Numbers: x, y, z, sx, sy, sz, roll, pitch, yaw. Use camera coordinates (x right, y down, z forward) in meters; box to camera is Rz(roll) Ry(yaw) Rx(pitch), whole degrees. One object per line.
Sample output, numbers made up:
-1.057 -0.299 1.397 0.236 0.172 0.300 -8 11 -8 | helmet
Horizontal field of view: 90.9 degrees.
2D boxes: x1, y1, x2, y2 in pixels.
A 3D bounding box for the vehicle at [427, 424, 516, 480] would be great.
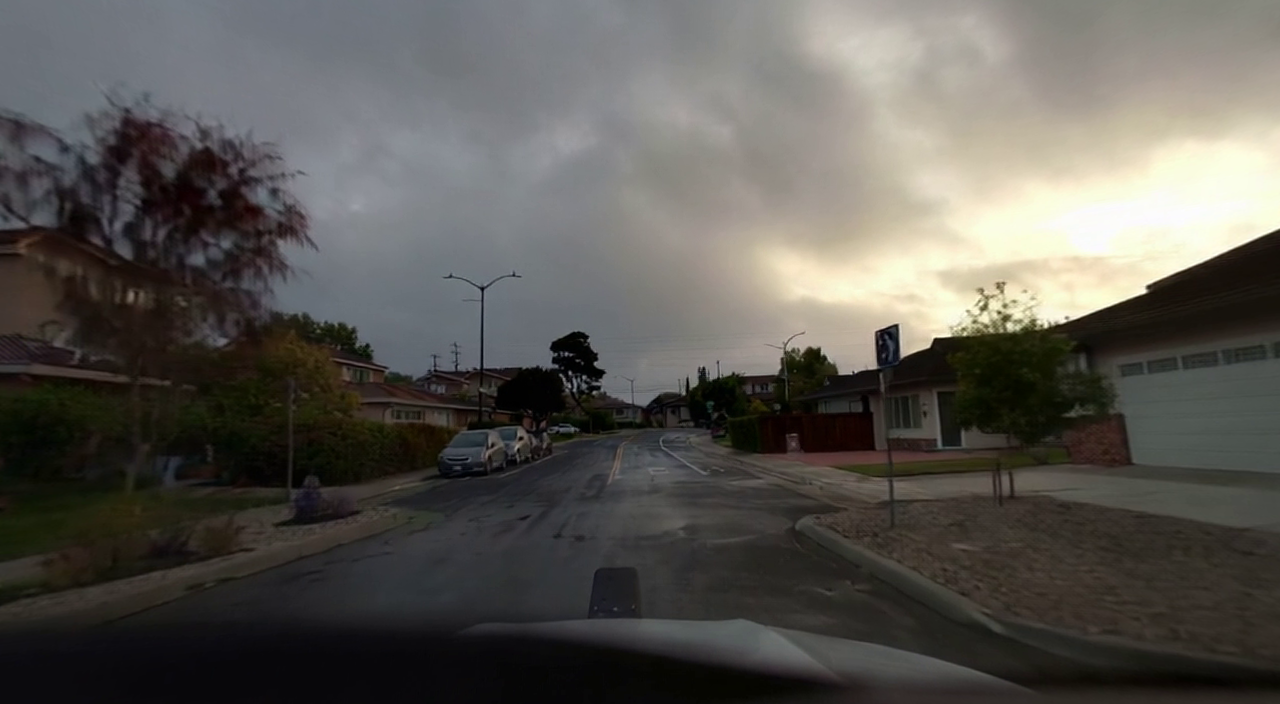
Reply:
-5.838 3.504 22.417 2.147 1.780 4.165 0 -8 -2 | vehicle
